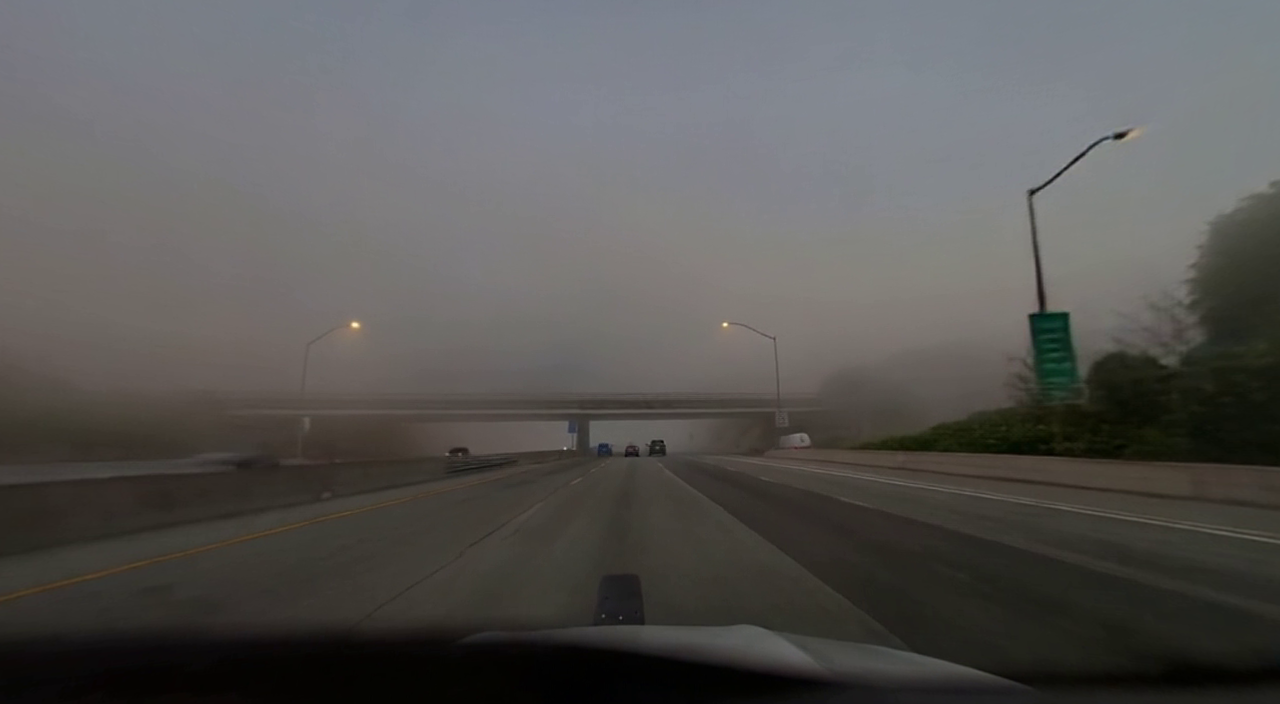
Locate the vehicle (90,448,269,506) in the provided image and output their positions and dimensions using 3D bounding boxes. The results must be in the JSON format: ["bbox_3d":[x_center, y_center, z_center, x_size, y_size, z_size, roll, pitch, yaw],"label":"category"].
[{"bbox_3d":[-13.458,3.630,18.921,1.892,1.481,4.576,0,-8,0],"label":"vehicle"}]
